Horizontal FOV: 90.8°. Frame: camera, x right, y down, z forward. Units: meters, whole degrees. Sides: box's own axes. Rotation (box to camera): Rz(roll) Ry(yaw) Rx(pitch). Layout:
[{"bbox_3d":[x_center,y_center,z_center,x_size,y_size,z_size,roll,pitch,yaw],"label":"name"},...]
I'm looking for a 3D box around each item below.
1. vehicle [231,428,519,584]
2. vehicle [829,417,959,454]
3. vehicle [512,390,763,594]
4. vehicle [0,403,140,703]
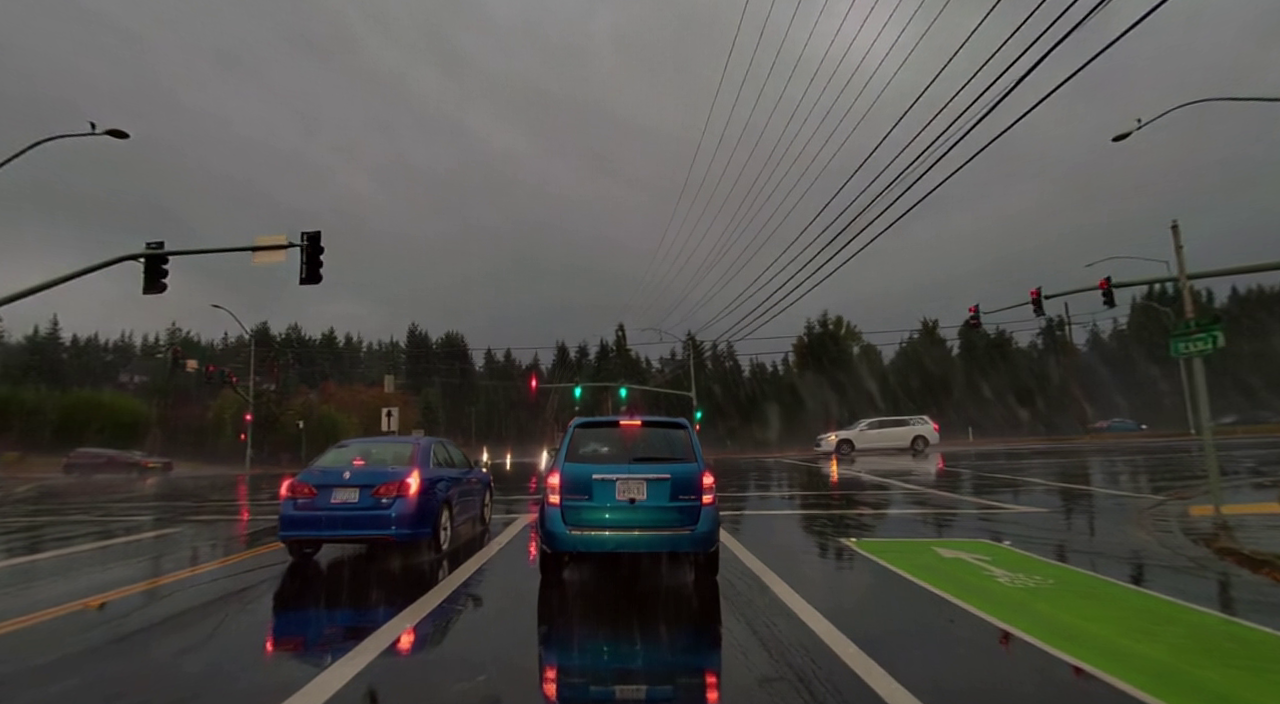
[{"bbox_3d":[-2.925,1.767,8.009,1.969,1.486,3.702,0,-8,1],"label":"vehicle"},{"bbox_3d":[13.861,4.606,34.812,6.143,1.944,2.229,-1,-8,5],"label":"vehicle"},{"bbox_3d":[-0.053,1.520,7.616,2.182,1.773,4.041,0,-8,-1],"label":"vehicle"},{"bbox_3d":[-3.350,0.662,0.449,1.928,1.488,4.936,0,-8,0],"label":"vehicle"}]
